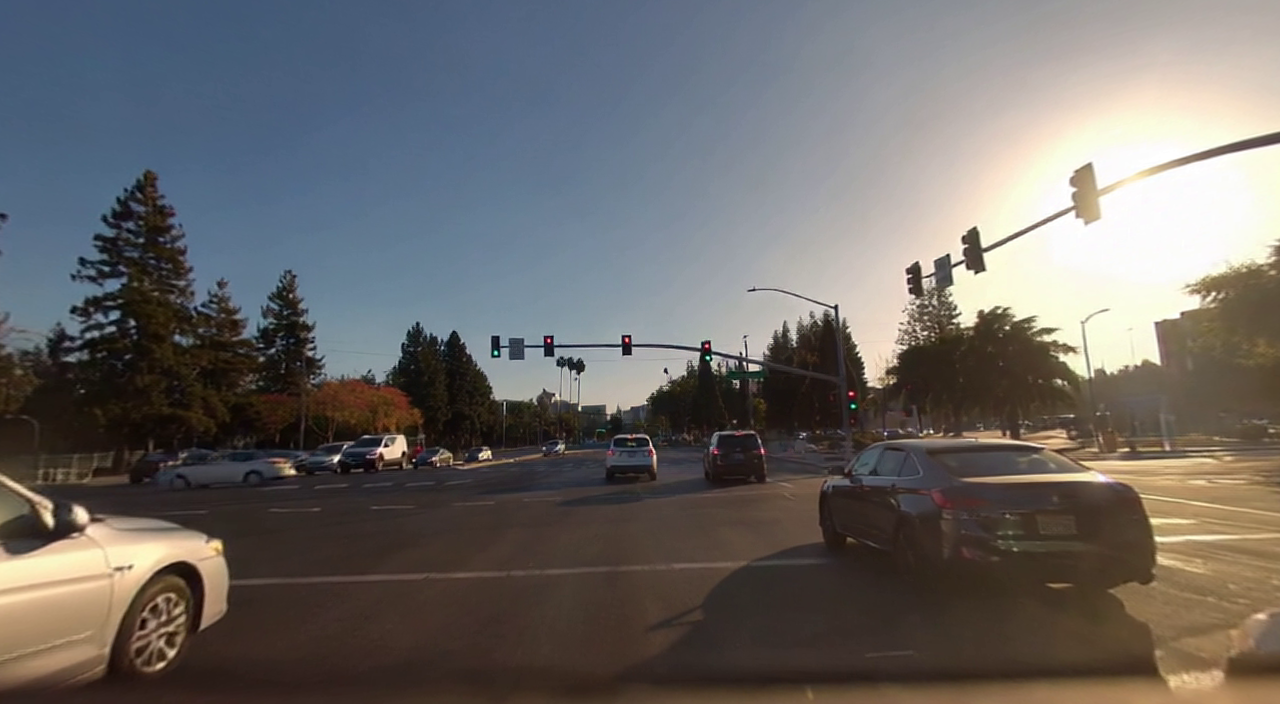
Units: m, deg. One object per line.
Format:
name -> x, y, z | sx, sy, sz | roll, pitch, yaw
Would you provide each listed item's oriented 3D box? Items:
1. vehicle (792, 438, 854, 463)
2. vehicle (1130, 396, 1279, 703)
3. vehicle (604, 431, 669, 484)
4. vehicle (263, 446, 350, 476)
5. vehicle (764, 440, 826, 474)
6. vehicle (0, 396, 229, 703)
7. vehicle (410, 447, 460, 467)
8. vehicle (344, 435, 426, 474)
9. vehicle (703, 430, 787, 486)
vehicle -> 13.891, 7.476, 48.180 | 2.171, 1.786, 4.943 | 2, -9, -17
vehicle -> 3.057, 0.648, 0.475 | 1.960, 1.460, 4.233 | 0, -8, 0
vehicle -> -0.119, 3.863, 23.293 | 2.215, 1.749, 3.976 | 0, -8, 0
vehicle -> -17.549, 5.749, 33.428 | 2.086, 1.458, 4.457 | 0, -8, 2
vehicle -> 7.036, 4.809, 29.000 | 1.847, 1.432, 4.039 | 0, -8, 1
vehicle -> -3.592, 0.816, 1.752 | 1.941, 1.492, 4.399 | 0, -8, 0
vehicle -> -14.084, 7.221, 43.575 | 1.926, 1.325, 4.162 | -1, -8, 2
vehicle -> -13.993, 5.641, 35.032 | 2.196, 1.961, 5.359 | 0, -8, 2
vehicle -> 3.450, 3.607, 21.715 | 2.097, 1.707, 4.461 | 0, -8, 0
